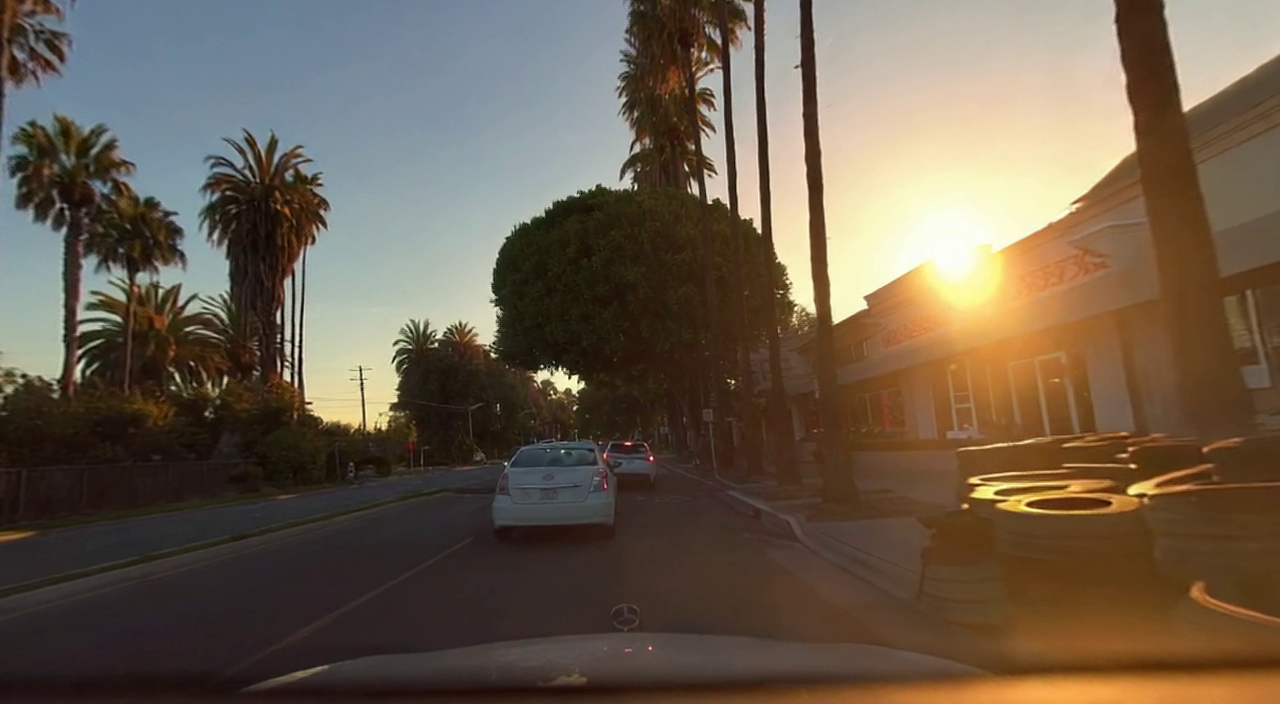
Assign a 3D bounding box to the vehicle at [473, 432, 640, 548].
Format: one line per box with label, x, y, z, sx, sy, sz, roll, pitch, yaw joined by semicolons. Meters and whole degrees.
vehicle;-1.099;2.103;10.302;2.169;1.495;4.048;0;-8;0
